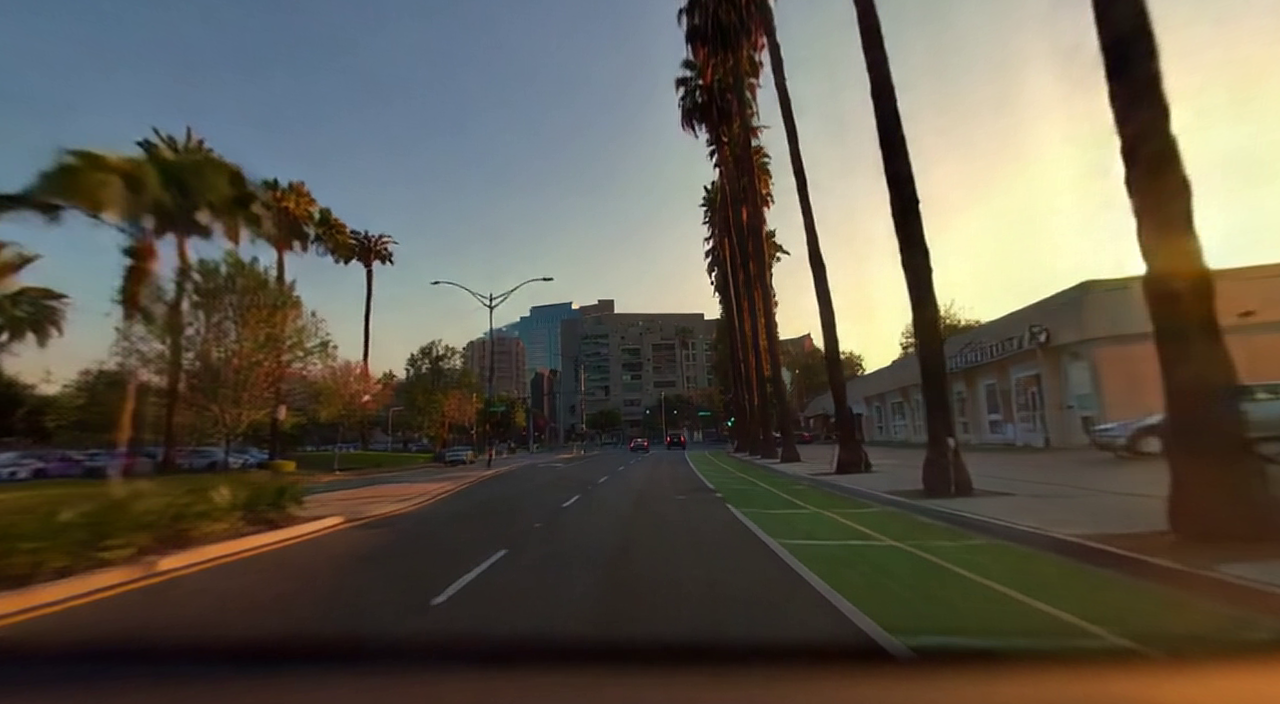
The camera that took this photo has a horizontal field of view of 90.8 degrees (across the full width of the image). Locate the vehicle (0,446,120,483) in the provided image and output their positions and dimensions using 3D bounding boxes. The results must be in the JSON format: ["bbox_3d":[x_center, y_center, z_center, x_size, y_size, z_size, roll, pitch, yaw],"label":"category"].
[{"bbox_3d":[-30.477,5.778,32.664,5.174,1.778,2.292,-1,-8,3],"label":"vehicle"}]
